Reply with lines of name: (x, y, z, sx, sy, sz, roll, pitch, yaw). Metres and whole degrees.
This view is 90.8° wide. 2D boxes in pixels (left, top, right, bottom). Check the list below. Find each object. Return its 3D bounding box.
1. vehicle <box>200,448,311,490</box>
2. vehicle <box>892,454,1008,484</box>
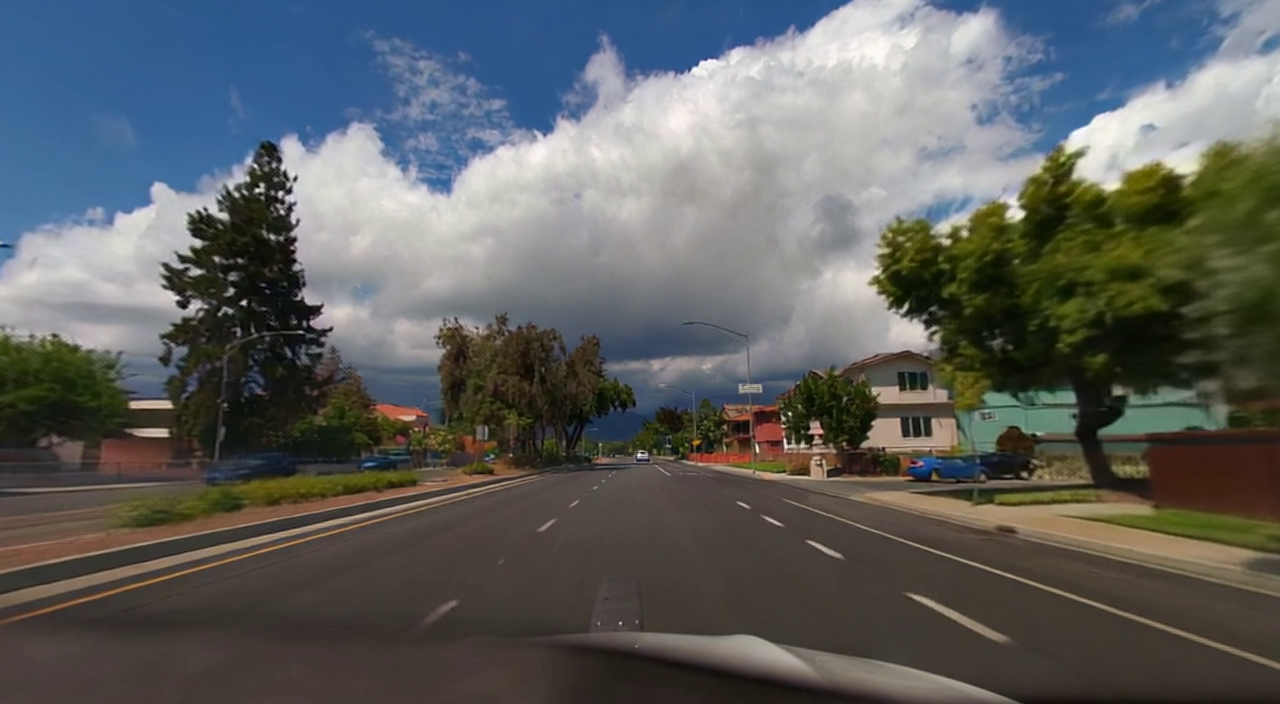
vehicle: (-16.451, 4.990, 27.345, 1.912, 1.651, 4.574, 0, -9, 0)
vehicle: (15.947, 6.017, 32.695, 4.913, 1.470, 2.045, 0, -9, 1)
